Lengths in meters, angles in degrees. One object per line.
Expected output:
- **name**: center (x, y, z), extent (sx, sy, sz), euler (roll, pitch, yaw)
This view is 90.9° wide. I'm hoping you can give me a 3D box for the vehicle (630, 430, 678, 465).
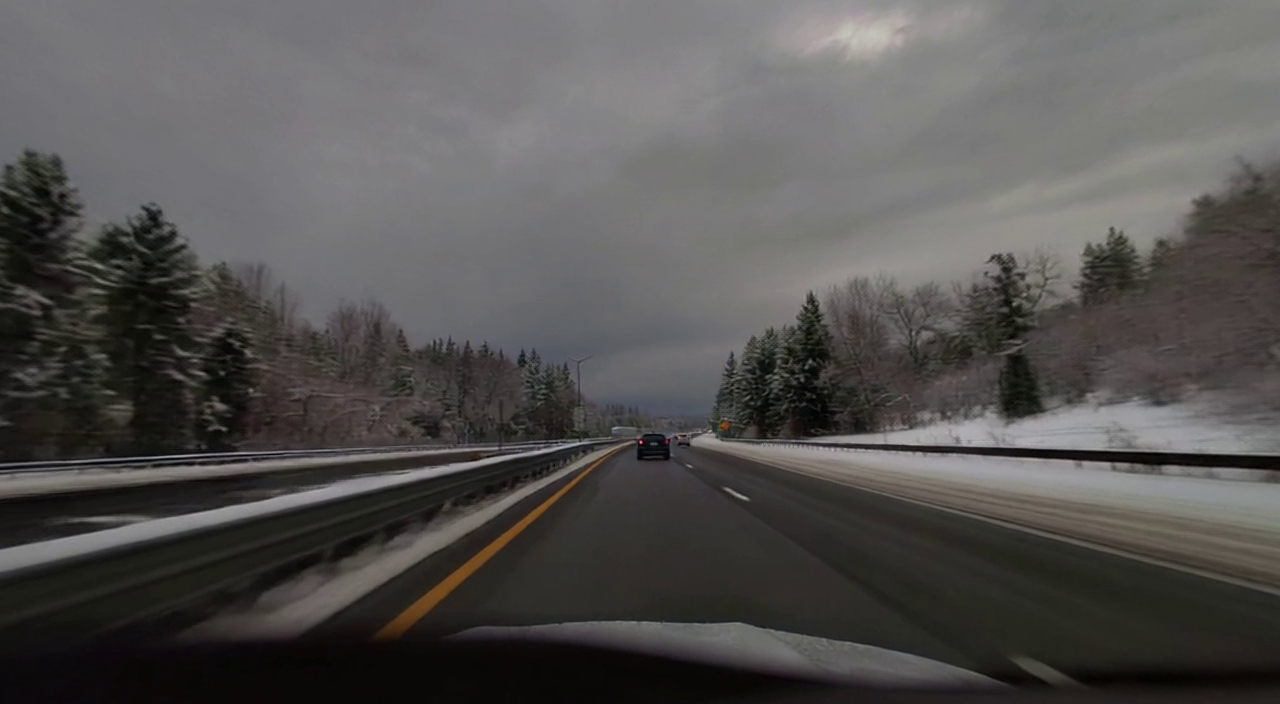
- **vehicle**: center (0.581, 4.463, 29.537), extent (2.046, 1.526, 3.903), euler (0, -8, -1)
